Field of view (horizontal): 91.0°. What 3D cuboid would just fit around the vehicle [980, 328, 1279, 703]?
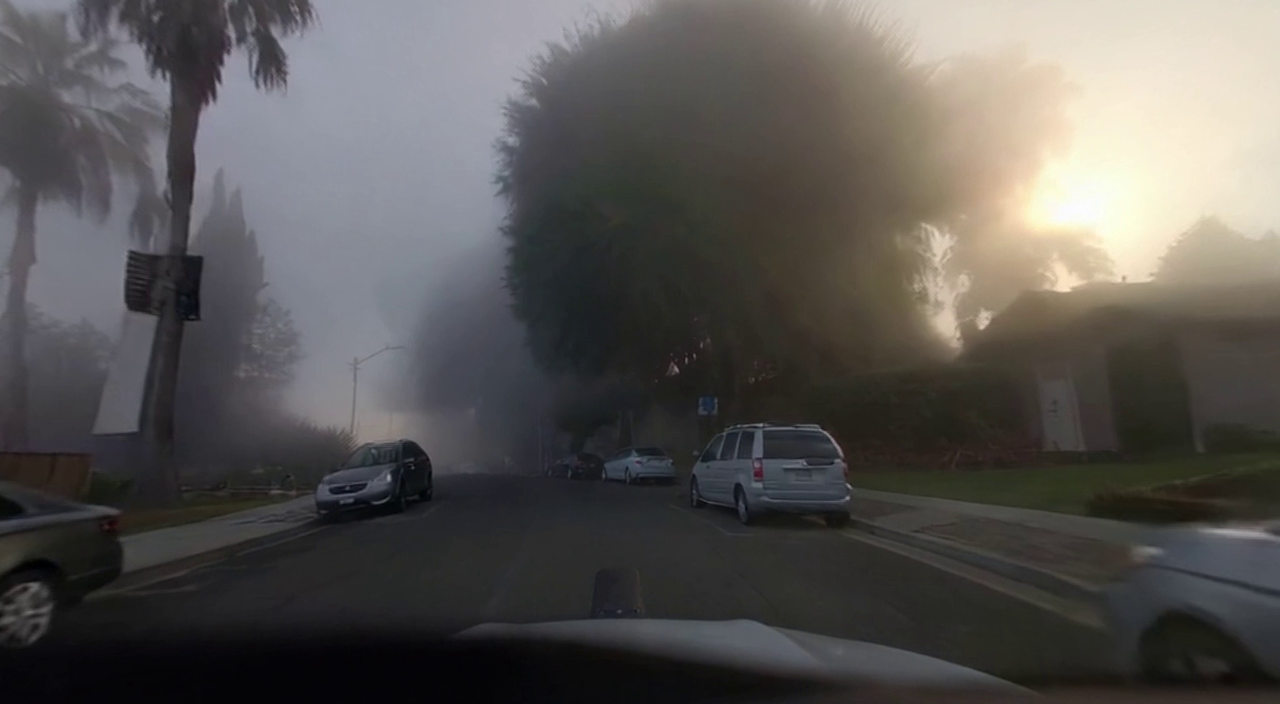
[{"bbox_3d":[2.681,0.656,0.852,2.076,1.658,4.604,0,-9,4],"label":"vehicle"}]

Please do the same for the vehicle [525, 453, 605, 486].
[{"bbox_3d":[-3.932,5.939,32.193,2.108,1.503,4.977,5,-10,-31],"label":"vehicle"}]

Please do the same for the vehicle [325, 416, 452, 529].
[{"bbox_3d":[-6.704,3.239,17.541,2.337,2.289,6.092,-6,-8,-15],"label":"vehicle"}]

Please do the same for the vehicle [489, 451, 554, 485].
[{"bbox_3d":[-6.980,6.684,36.681,1.918,1.753,4.655,6,-10,-35],"label":"vehicle"}]

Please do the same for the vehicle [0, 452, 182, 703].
[{"bbox_3d":[-4.841,1.238,2.909,1.908,1.482,4.612,0,-8,1],"label":"vehicle"}]

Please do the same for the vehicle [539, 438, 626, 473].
[{"bbox_3d":[-3.942,7.101,43.381,5.510,2.121,2.129,0,-9,14],"label":"vehicle"}]

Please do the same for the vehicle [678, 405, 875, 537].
[{"bbox_3d":[2.266,2.181,12.169,2.139,1.997,4.864,1,-9,-7],"label":"vehicle"}]
